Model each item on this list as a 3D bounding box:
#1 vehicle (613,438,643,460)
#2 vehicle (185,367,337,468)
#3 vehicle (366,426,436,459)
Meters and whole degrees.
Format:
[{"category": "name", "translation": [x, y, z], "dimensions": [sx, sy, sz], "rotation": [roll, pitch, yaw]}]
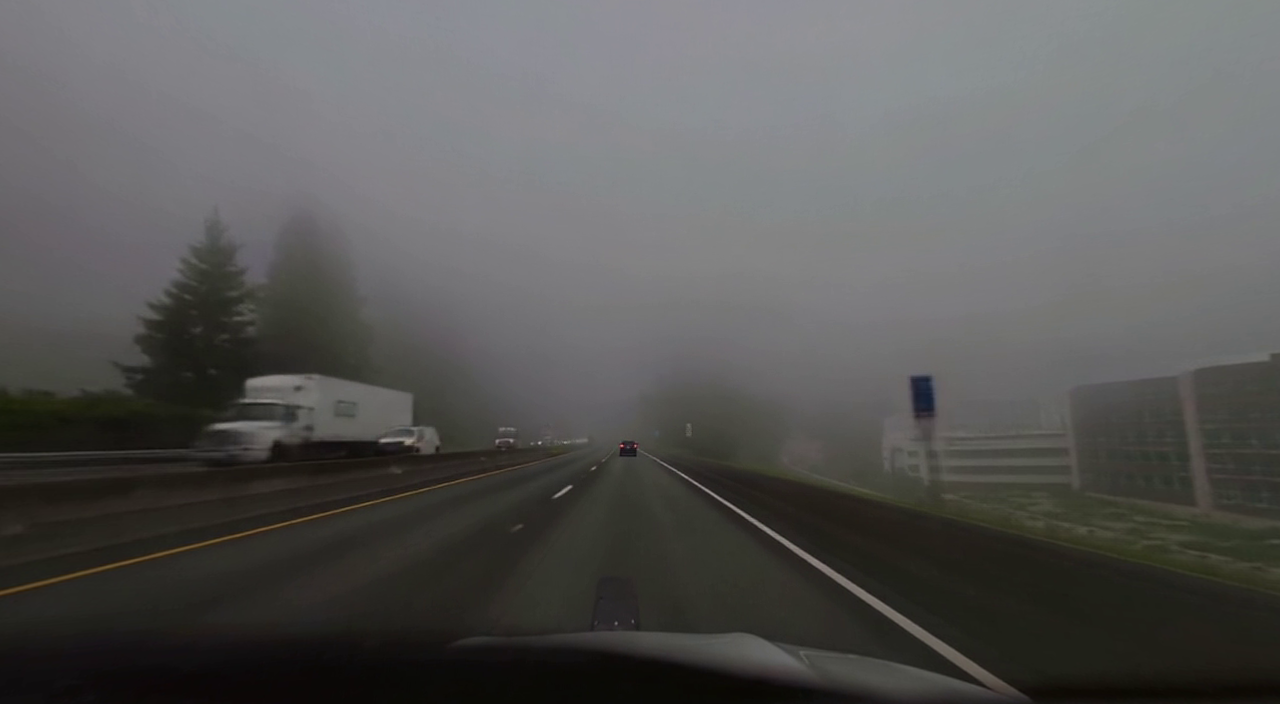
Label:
[{"category": "vehicle", "translation": [-0.924, 7.185, 46.763], "dimensions": [2.099, 1.504, 3.843], "rotation": [0, -8, -2]}, {"category": "vehicle", "translation": [-16.507, 3.006, 28.051], "dimensions": [2.933, 3.972, 6.123], "rotation": [0, -8, -2]}, {"category": "vehicle", "translation": [-12.696, 4.845, 33.764], "dimensions": [2.070, 1.630, 4.500], "rotation": [0, -8, -1]}]
